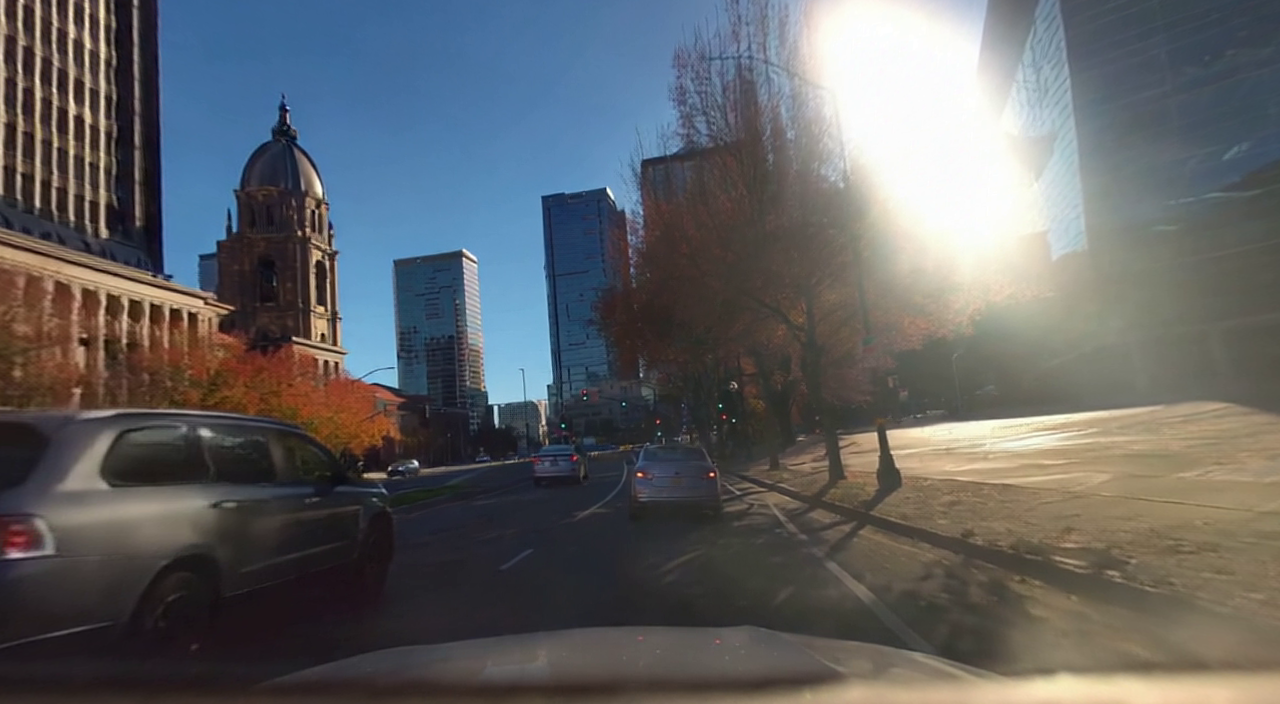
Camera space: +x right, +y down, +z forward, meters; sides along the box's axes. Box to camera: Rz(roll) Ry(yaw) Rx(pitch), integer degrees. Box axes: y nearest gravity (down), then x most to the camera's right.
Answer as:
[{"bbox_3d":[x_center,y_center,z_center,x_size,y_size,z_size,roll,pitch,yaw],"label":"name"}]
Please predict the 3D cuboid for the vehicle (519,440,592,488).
[{"bbox_3d":[-2.853,3.891,22.221,1.961,1.517,4.202,0,-9,0],"label":"vehicle"}]

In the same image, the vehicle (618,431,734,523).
[{"bbox_3d":[0.563,2.375,12.451,1.933,1.504,3.802,0,-9,-1],"label":"vehicle"}]

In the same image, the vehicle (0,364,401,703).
[{"bbox_3d":[-3.258,1.136,4.163,1.848,1.641,3.686,0,-9,1],"label":"vehicle"}]

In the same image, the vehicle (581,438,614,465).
[{"bbox_3d":[-2.944,7.012,44.407,1.969,1.764,4.160,0,-9,0],"label":"vehicle"}]
